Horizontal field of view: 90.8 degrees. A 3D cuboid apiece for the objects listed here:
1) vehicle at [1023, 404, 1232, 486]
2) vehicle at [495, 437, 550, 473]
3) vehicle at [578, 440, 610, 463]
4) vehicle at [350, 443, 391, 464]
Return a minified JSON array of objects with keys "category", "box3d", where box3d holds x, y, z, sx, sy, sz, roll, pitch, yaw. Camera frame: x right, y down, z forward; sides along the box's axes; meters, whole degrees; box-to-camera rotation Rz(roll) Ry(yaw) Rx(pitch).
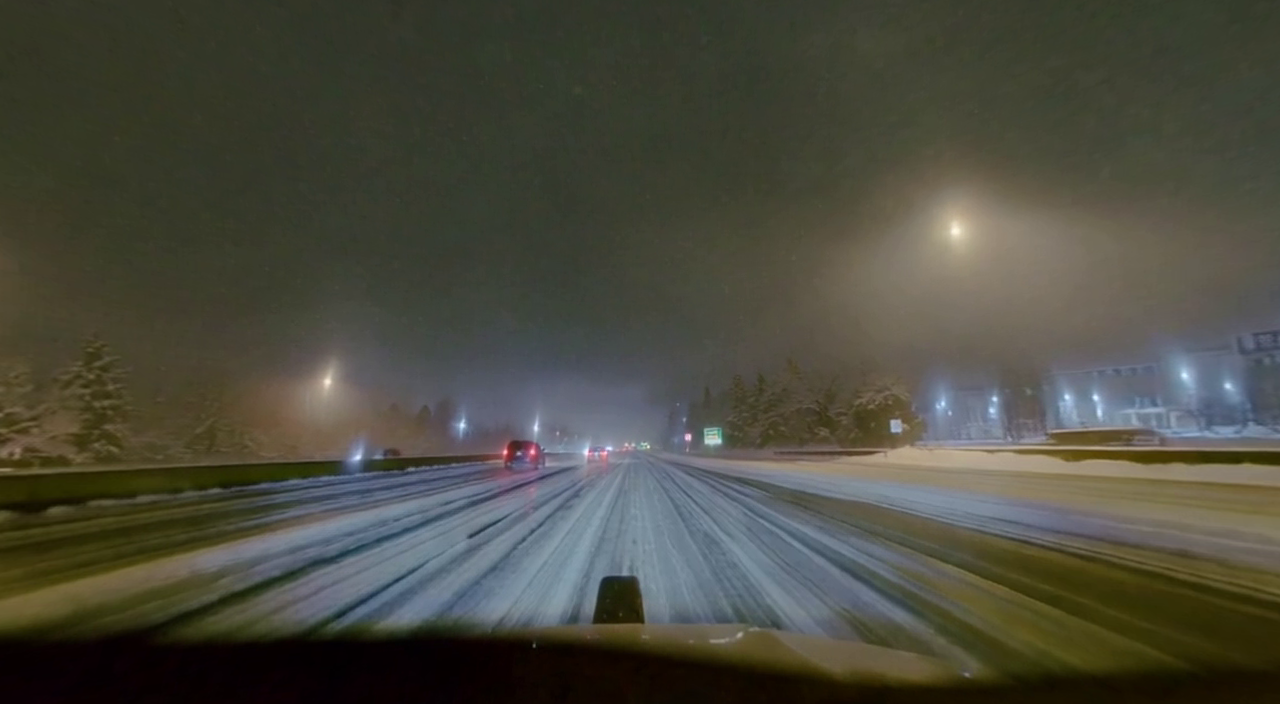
[{"category":"vehicle","box3d":[19.729,3.878,26.221,2.873,2.907,6.459,2,-9,-8]},{"category":"vehicle","box3d":[-6.324,5.599,34.563,2.015,1.762,4.790,0,-8,1]},{"category":"vehicle","box3d":[-3.435,7.491,47.715,2.027,1.697,4.307,0,-8,1]},{"category":"vehicle","box3d":[-19.598,7.376,46.028,1.566,1.406,3.494,0,-8,-2]}]
